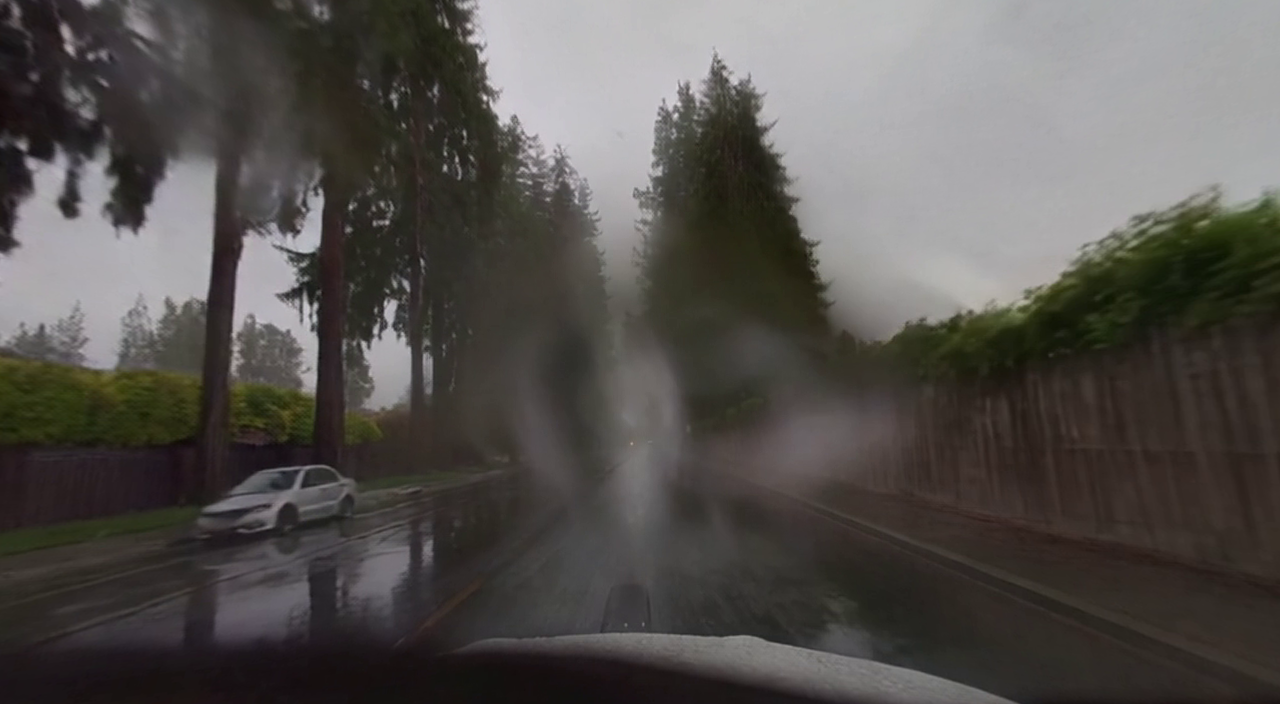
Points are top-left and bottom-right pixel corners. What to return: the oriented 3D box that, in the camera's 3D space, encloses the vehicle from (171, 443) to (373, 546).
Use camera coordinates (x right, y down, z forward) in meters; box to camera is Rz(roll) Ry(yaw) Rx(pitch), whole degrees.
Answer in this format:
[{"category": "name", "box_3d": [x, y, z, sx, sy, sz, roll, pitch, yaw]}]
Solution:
[{"category": "vehicle", "box_3d": [-7.721, 2.958, 13.797, 1.945, 1.760, 4.021, -3, -8, 2]}]
